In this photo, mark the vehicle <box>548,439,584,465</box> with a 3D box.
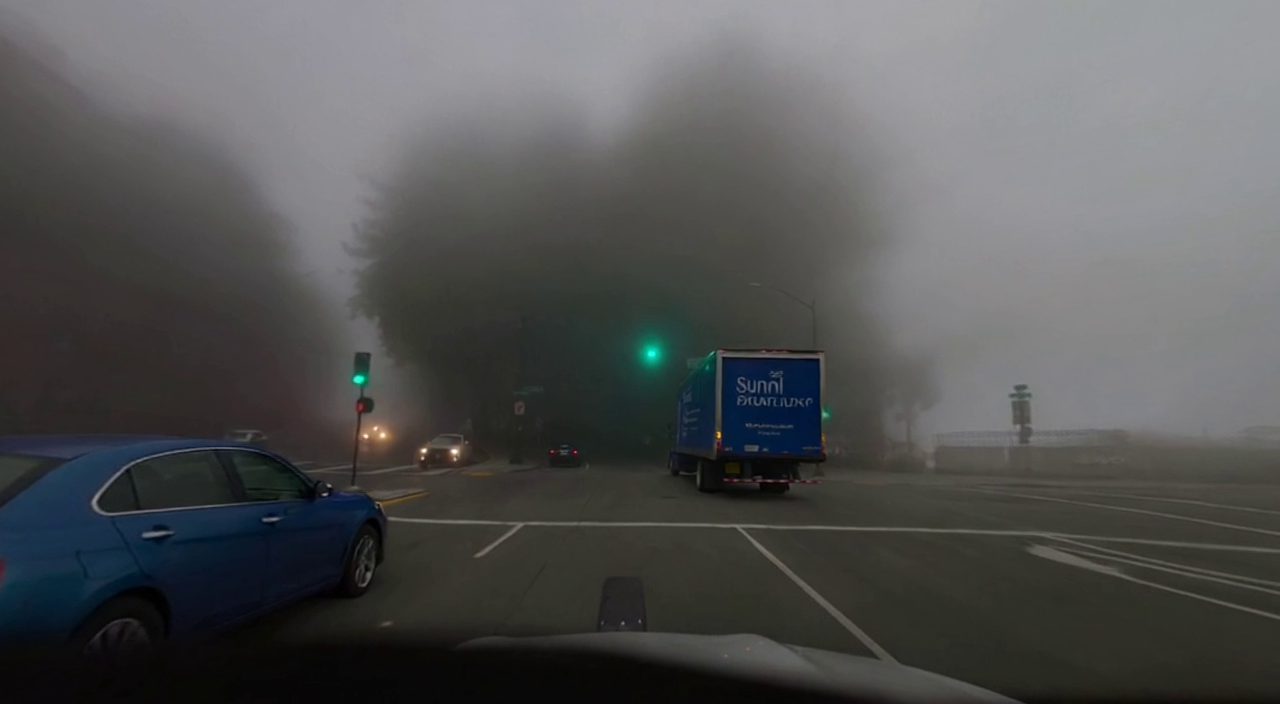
[{"bbox_3d":[-5.330,7.239,45.587,2.388,1.811,4.455,1,-8,-4],"label":"vehicle"}]

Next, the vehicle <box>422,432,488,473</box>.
[{"bbox_3d":[-9.280,5.080,31.965,2.374,1.863,4.751,1,-8,-6],"label":"vehicle"}]

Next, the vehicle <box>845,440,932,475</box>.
[{"bbox_3d":[17.112,7.217,43.175,5.948,2.233,2.406,6,-11,-32],"label":"vehicle"}]

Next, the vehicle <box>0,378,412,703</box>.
[{"bbox_3d":[-3.137,1.083,3.725,1.828,1.515,4.422,0,-8,1],"label":"vehicle"}]

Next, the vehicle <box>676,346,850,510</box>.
[{"bbox_3d":[2.978,2.292,18.279,2.905,3.644,8.441,0,-8,-3],"label":"vehicle"}]
